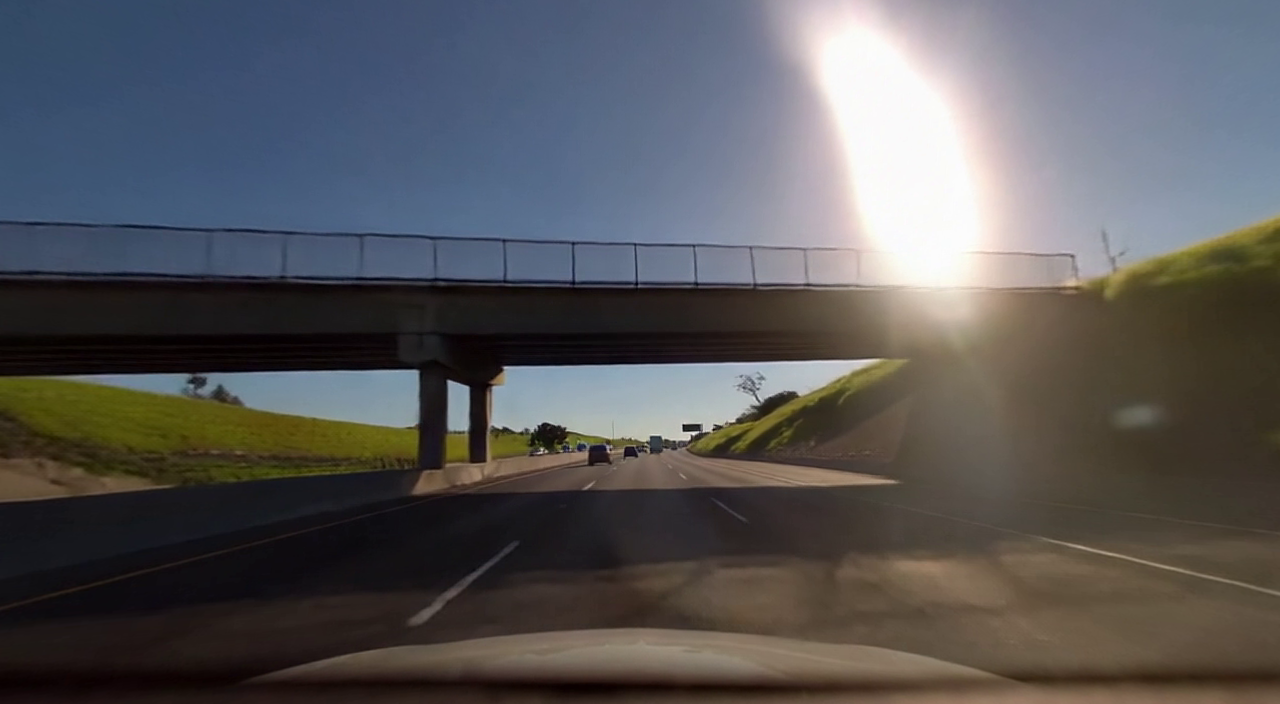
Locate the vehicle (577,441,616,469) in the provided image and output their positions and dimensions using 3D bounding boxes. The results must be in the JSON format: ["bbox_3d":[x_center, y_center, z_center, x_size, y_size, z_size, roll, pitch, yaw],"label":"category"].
[{"bbox_3d":[-2.912,7.004,42.988,2.181,1.730,4.517,-1,-9,2],"label":"vehicle"}]
